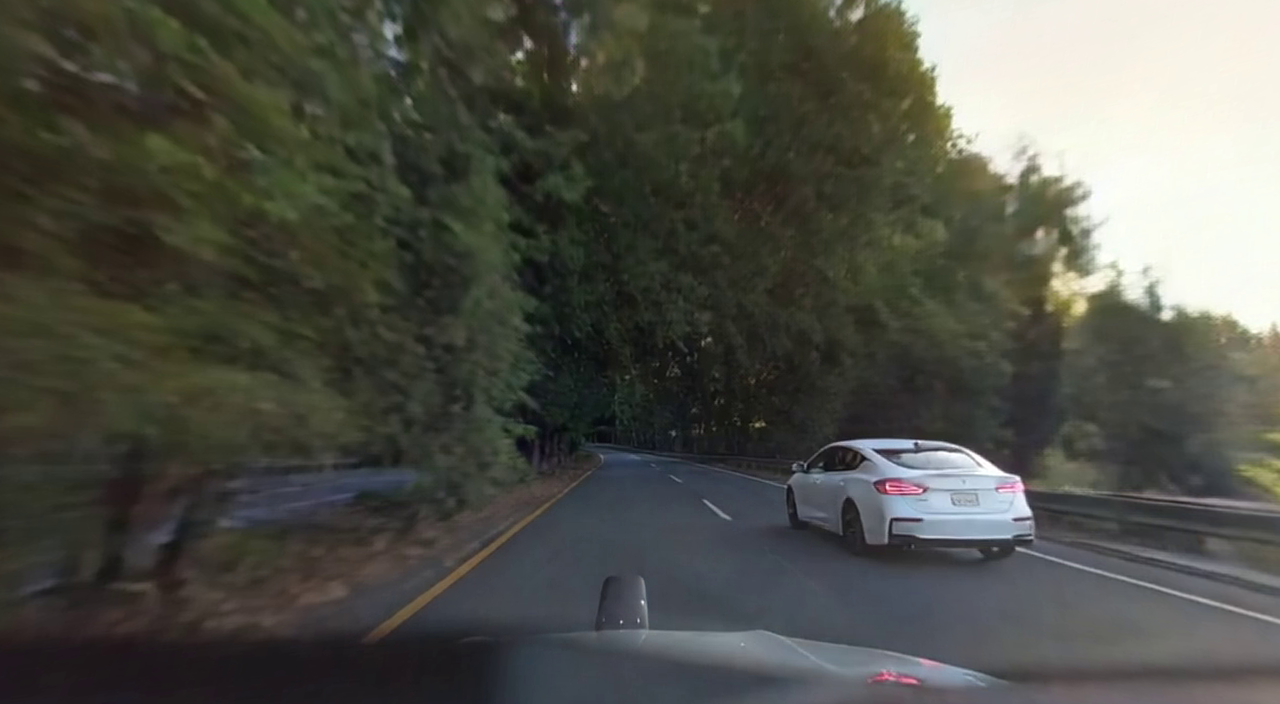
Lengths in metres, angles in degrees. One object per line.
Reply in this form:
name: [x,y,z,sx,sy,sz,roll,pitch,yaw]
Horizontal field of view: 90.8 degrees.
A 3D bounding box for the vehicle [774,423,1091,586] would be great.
vehicle: [3.391,1.859,8.619,2.060,1.584,4.592,0,-9,-1]
